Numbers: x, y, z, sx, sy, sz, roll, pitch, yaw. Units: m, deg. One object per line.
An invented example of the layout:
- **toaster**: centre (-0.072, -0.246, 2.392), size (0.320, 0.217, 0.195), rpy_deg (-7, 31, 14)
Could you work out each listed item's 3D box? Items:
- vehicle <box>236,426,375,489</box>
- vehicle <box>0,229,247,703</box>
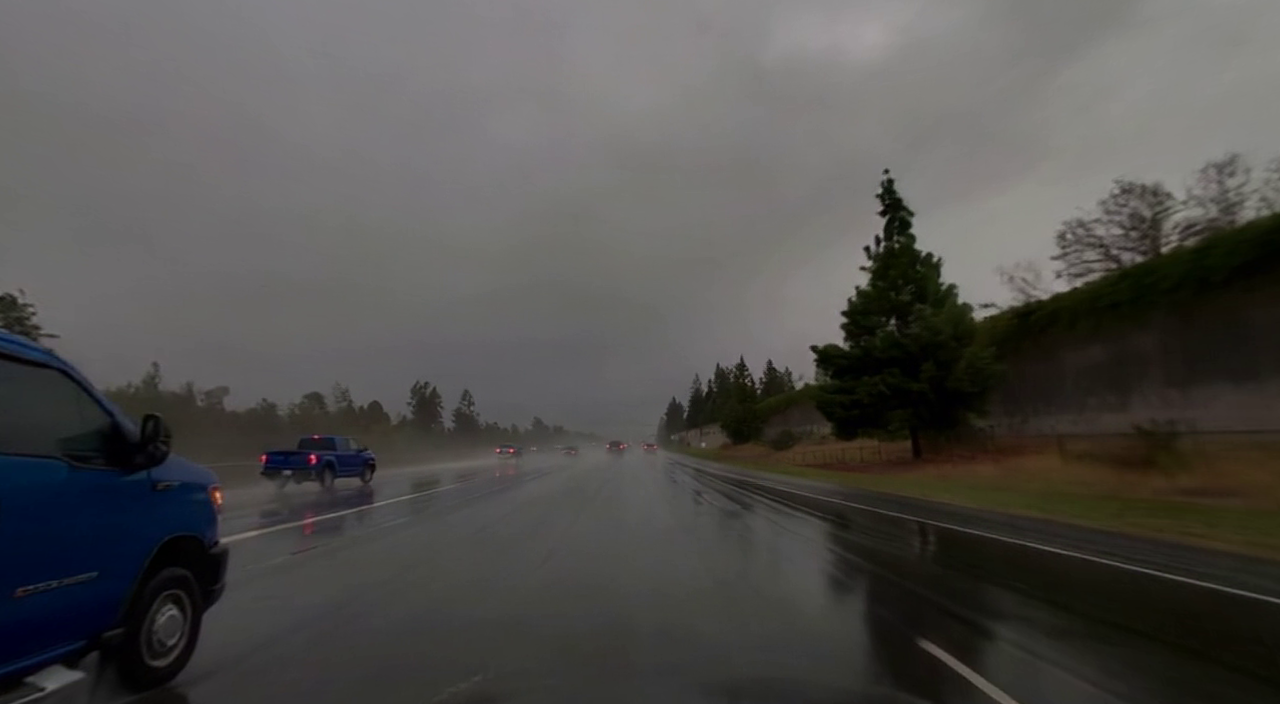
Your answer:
- **vehicle**: centre (-11.062, 3.546, 21.438), size (2.012, 1.875, 4.895), rpy_deg (0, -9, 0)
- **vehicle**: centre (-3.520, 0.349, 0.421), size (2.483, 2.100, 6.208), rpy_deg (0, -9, 0)
